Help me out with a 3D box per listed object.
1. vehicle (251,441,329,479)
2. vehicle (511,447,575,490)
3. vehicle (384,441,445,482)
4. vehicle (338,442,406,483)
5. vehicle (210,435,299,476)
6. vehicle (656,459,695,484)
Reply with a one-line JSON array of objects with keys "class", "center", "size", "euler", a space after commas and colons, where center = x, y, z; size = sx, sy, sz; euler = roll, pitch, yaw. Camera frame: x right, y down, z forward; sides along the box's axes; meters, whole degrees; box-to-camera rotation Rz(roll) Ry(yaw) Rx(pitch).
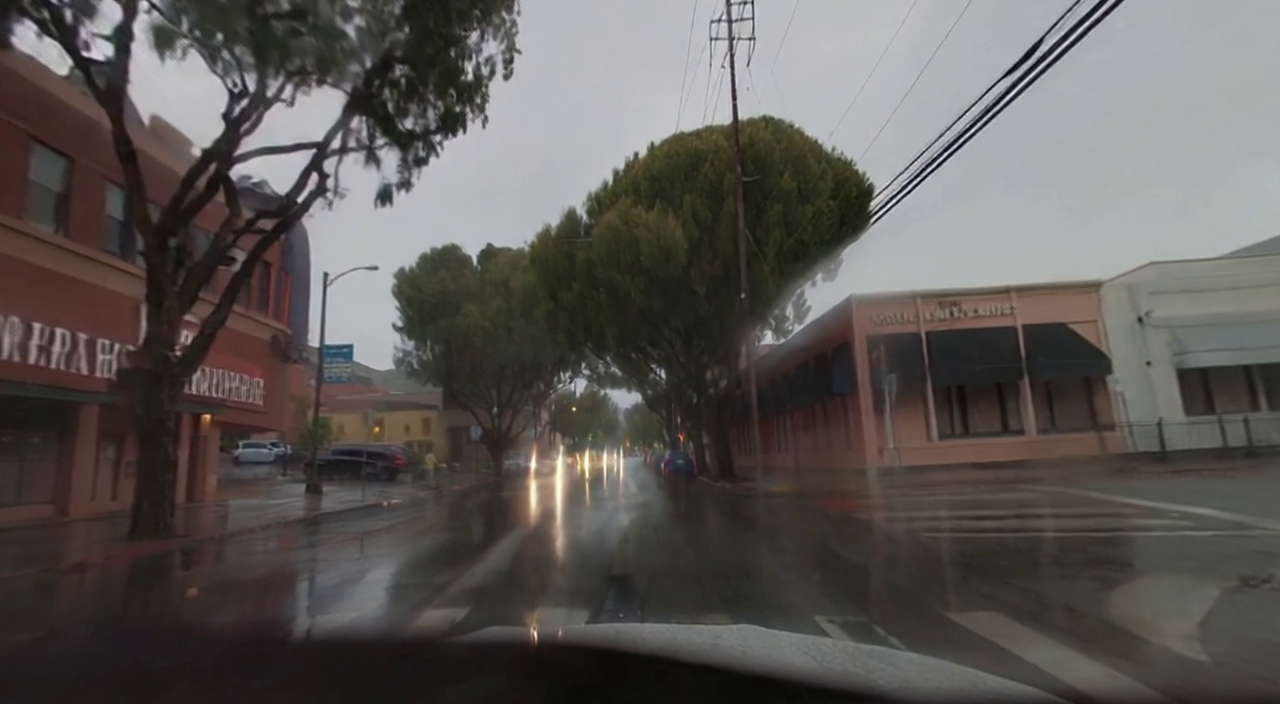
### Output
[{"class": "vehicle", "center": [-25.439, 7.840, 46.264], "size": [2.288, 2.514, 5.886], "euler": [0, -8, 0]}, {"class": "vehicle", "center": [-4.735, 5.744, 31.649], "size": [2.495, 1.966, 4.846], "euler": [0, -8, -1]}, {"class": "vehicle", "center": [-16.554, 8.100, 46.812], "size": [2.715, 2.789, 6.225], "euler": [0, -10, -5]}, {"class": "vehicle", "center": [-19.482, 7.984, 46.261], "size": [2.256, 2.668, 5.979], "euler": [0, -7, 0]}, {"class": "vehicle", "center": [-28.116, 7.554, 46.478], "size": [2.249, 2.760, 6.636], "euler": [0, -8, 0]}, {"class": "vehicle", "center": [2.114, 7.232, 38.430], "size": [1.877, 1.373, 3.854], "euler": [0, -8, -4]}]
